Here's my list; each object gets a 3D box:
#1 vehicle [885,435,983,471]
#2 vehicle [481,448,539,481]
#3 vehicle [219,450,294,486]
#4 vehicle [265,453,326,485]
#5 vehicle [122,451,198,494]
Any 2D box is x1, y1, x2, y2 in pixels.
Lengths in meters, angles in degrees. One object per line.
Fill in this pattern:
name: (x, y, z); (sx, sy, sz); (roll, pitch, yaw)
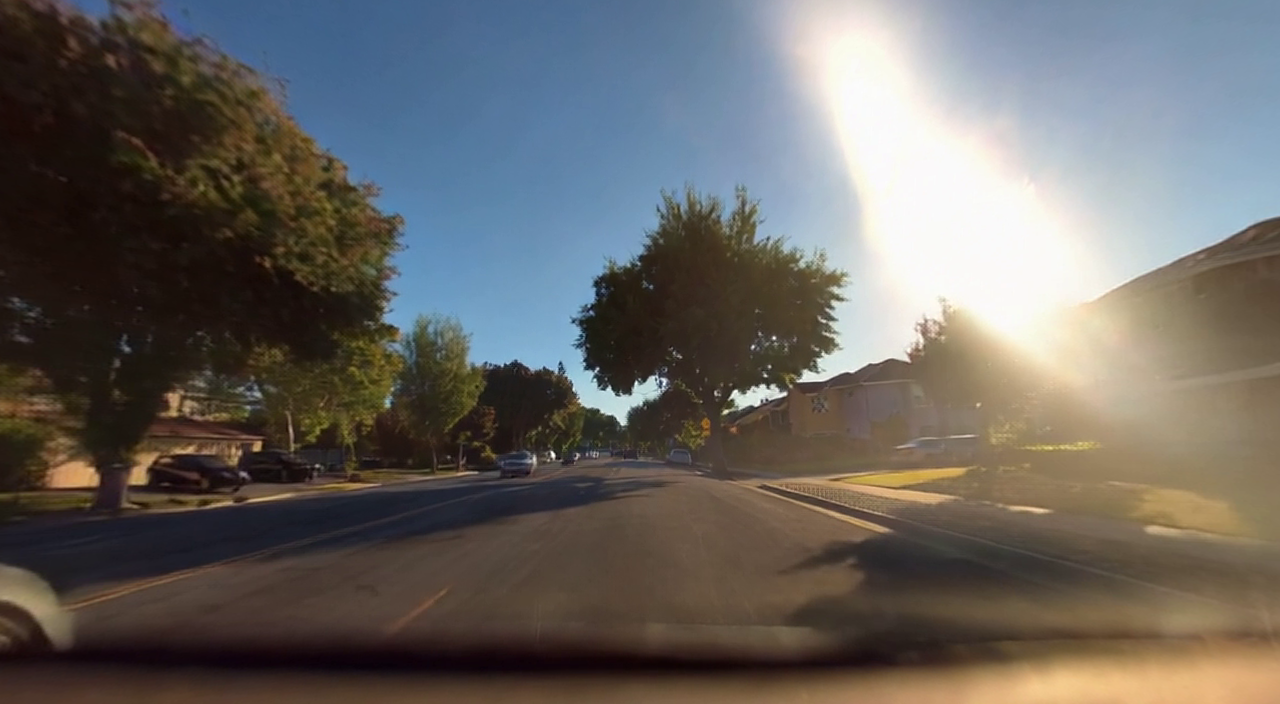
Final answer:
vehicle: (15.240, 5.269, 32.773); (4.362, 1.702, 2.333); (6, -11, -27)
vehicle: (-7.564, 6.578, 37.359); (2.194, 1.761, 5.282); (0, -9, 1)
vehicle: (-22.945, 6.834, 37.676); (5.429, 1.949, 2.437); (-9, -12, 44)
vehicle: (-22.388, 7.555, 40.974); (4.273, 1.797, 2.129); (-6, -12, 44)
vehicle: (-22.610, 5.589, 29.718); (2.253, 1.768, 4.266); (8, -12, -43)
